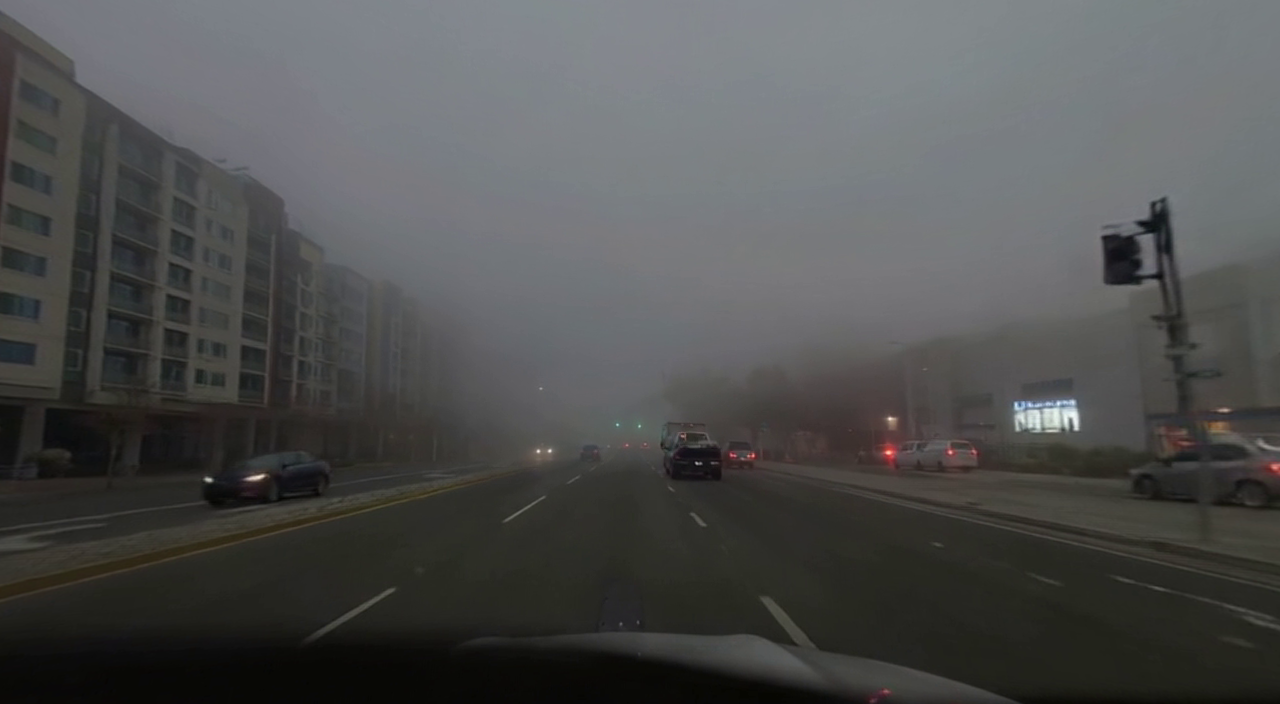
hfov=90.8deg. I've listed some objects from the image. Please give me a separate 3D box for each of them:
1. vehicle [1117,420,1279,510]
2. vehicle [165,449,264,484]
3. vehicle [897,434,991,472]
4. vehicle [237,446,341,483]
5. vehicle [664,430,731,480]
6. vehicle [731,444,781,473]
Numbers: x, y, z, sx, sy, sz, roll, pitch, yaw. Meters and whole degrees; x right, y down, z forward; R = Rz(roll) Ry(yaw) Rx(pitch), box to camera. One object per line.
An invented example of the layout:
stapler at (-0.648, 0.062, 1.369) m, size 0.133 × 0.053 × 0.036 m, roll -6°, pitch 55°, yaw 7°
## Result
vehicle at (14.214, 2.631, 14.943) m, size 2.019 × 1.819 × 4.909 m, roll 0°, pitch -9°, yaw 1°
vehicle at (-20.785, 5.562, 31.083) m, size 1.843 × 1.551 × 4.221 m, roll 0°, pitch -9°, yaw 1°
vehicle at (14.393, 4.812, 30.218) m, size 1.975 × 1.648 × 4.451 m, roll 1°, pitch -8°, yaw -5°
vehicle at (-15.388, 4.935, 28.015) m, size 2.019 × 1.471 × 4.513 m, roll 0°, pitch -9°, yaw 0°
vehicle at (2.182, 4.131, 25.534) m, size 2.130 × 1.787 × 5.126 m, roll 0°, pitch -9°, yaw -1°
vehicle at (6.262, 5.759, 34.499) m, size 1.795 × 1.459 × 4.333 m, roll 0°, pitch -9°, yaw -2°
